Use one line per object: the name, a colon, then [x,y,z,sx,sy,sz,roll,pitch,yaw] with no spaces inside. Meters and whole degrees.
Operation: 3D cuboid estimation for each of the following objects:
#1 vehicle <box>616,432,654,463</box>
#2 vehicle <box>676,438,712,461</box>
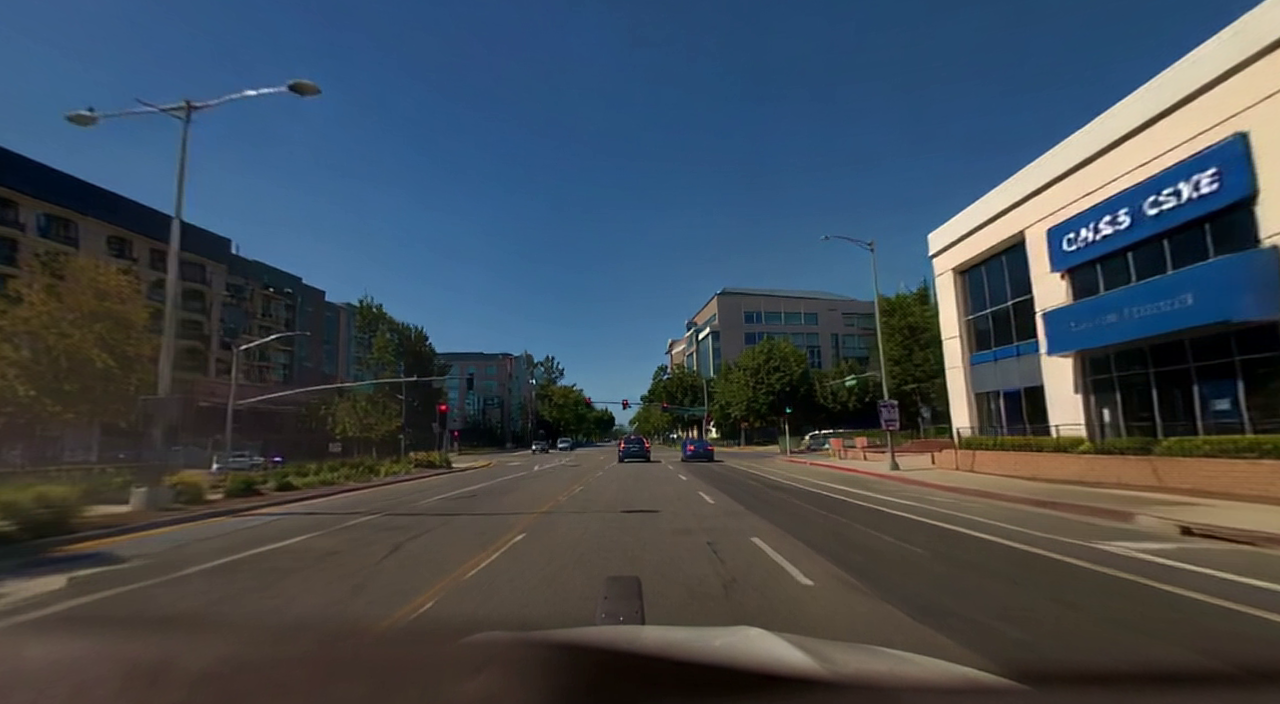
vehicle: [-0.317,6.072,40.330,2.313,1.860,4.319,0,-8,0]
vehicle: [3.611,6.638,43.221,2.080,1.472,4.401,0,-8,0]
